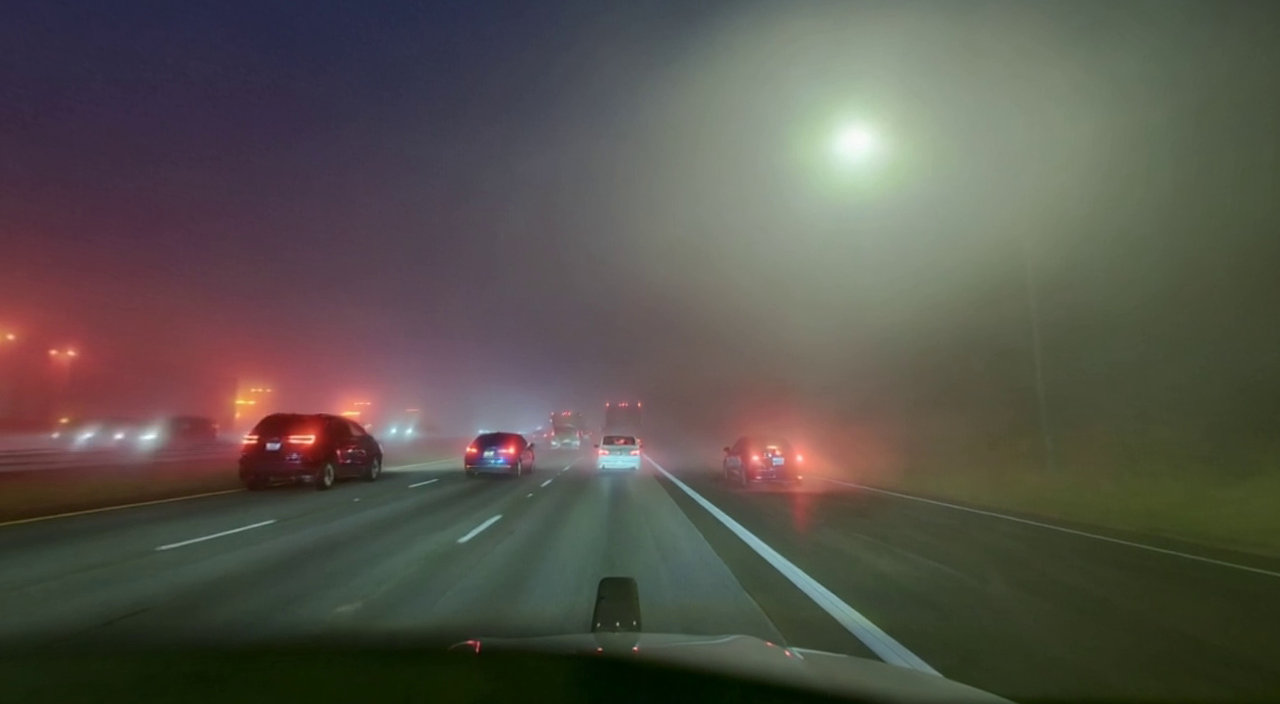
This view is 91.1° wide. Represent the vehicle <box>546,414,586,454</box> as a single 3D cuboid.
[{"bbox_3d":[-5.101,5.758,44.108,2.303,2.610,6.579,0,-8,-3],"label":"vehicle"}]

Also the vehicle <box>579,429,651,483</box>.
[{"bbox_3d":[-0.735,3.134,19.296,1.980,1.478,3.758,0,-8,-1],"label":"vehicle"}]

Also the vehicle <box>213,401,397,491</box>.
[{"bbox_3d":[-8.192,2.361,16.036,2.158,1.943,4.662,0,-8,-1],"label":"vehicle"}]

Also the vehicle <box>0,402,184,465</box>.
[{"bbox_3d":[-15.238,2.290,17.587,1.831,1.512,4.273,0,-8,-2],"label":"vehicle"}]

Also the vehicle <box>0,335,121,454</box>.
[{"bbox_3d":[-22.980,1.690,23.144,2.975,3.953,5.356,1,-8,-2],"label":"vehicle"}]

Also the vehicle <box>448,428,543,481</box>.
[{"bbox_3d":[-4.473,3.228,20.205,2.046,1.493,4.384,0,-8,0],"label":"vehicle"}]

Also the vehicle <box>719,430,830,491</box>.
[{"bbox_3d":[3.594,2.975,17.734,1.981,1.474,4.396,0,-8,-3],"label":"vehicle"}]
